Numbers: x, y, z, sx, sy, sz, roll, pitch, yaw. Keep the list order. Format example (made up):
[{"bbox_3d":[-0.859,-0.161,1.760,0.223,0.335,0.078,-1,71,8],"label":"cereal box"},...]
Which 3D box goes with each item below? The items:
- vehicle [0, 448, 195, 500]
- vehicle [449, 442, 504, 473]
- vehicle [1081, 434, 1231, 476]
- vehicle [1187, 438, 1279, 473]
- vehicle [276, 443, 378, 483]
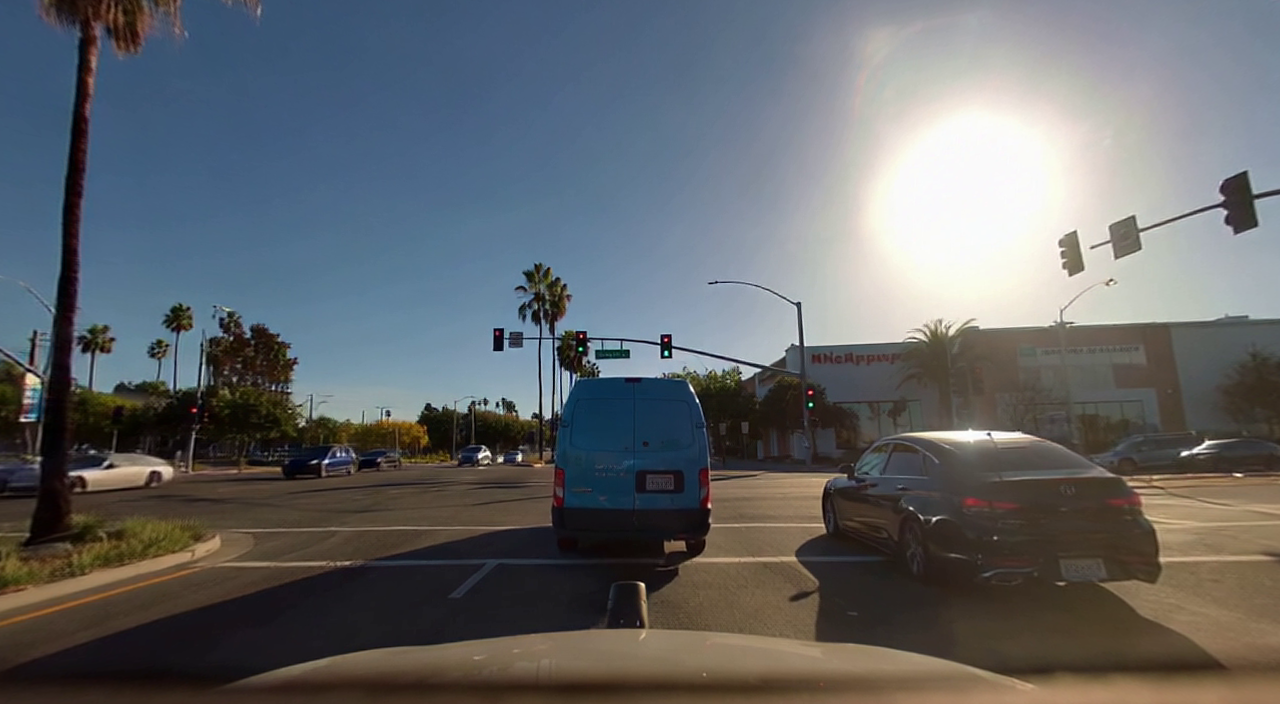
[{"bbox_3d":[-17.630,3.914,20.779,2.221,1.449,5.092,0,-9,1],"label":"vehicle"},{"bbox_3d":[-9.710,6.302,37.938,2.074,1.681,4.417,0,-9,1],"label":"vehicle"},{"bbox_3d":[22.223,4.449,27.375,4.533,1.676,2.236,0,-9,-1],"label":"vehicle"},{"bbox_3d":[27.386,4.604,28.208,4.625,1.451,1.801,1,-9,-9],"label":"vehicle"},{"bbox_3d":[-14.044,4.988,28.707,2.074,1.671,4.755,0,-9,2],"label":"vehicle"}]
